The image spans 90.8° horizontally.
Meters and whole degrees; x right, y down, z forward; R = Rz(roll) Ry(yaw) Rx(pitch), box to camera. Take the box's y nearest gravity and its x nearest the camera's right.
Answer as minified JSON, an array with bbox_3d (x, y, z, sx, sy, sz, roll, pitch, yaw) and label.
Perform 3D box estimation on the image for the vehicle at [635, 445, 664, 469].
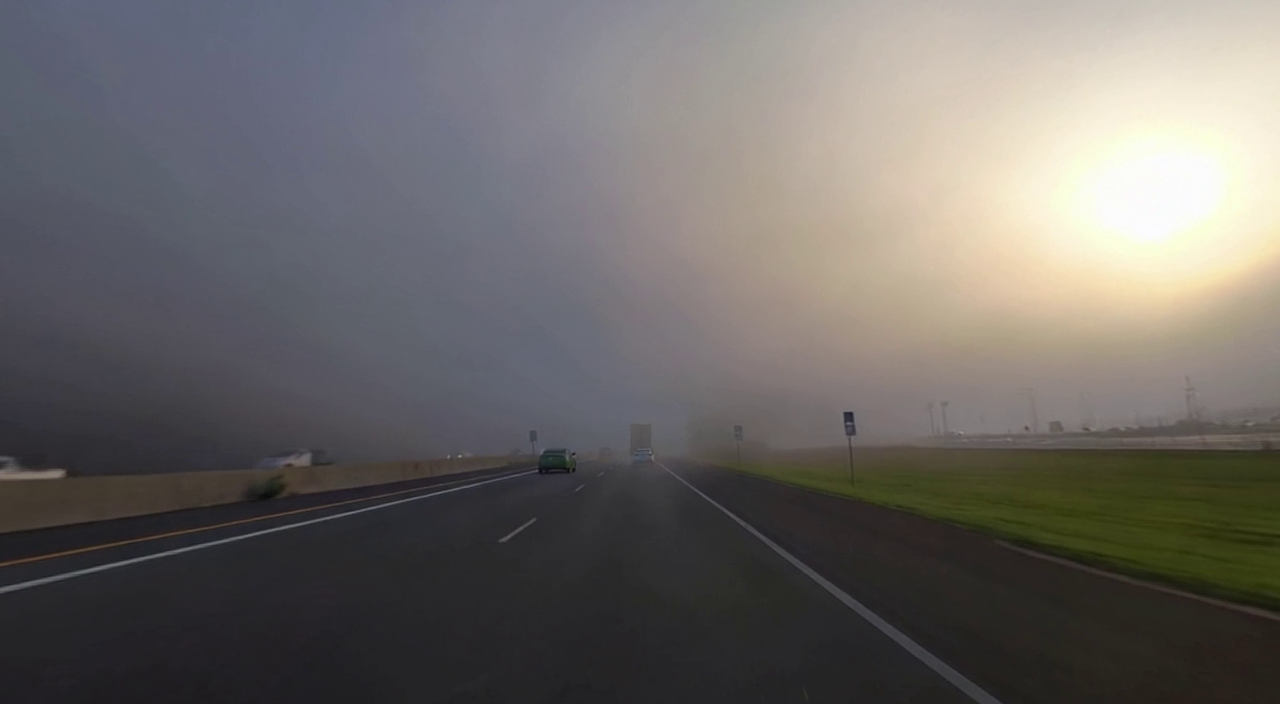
[{"bbox_3d":[0.632,7.465,45.042,1.992,1.593,3.937,0,-9,-1],"label":"vehicle"}]

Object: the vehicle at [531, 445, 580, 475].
[{"bbox_3d":[-4.539,5.887,34.576,2.172,1.548,3.953,0,-9,0],"label":"vehicle"}]

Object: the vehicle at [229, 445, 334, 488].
[{"bbox_3d":[-16.824,5.369,29.993,2.042,1.832,5.018,0,-9,-1],"label":"vehicle"}]
